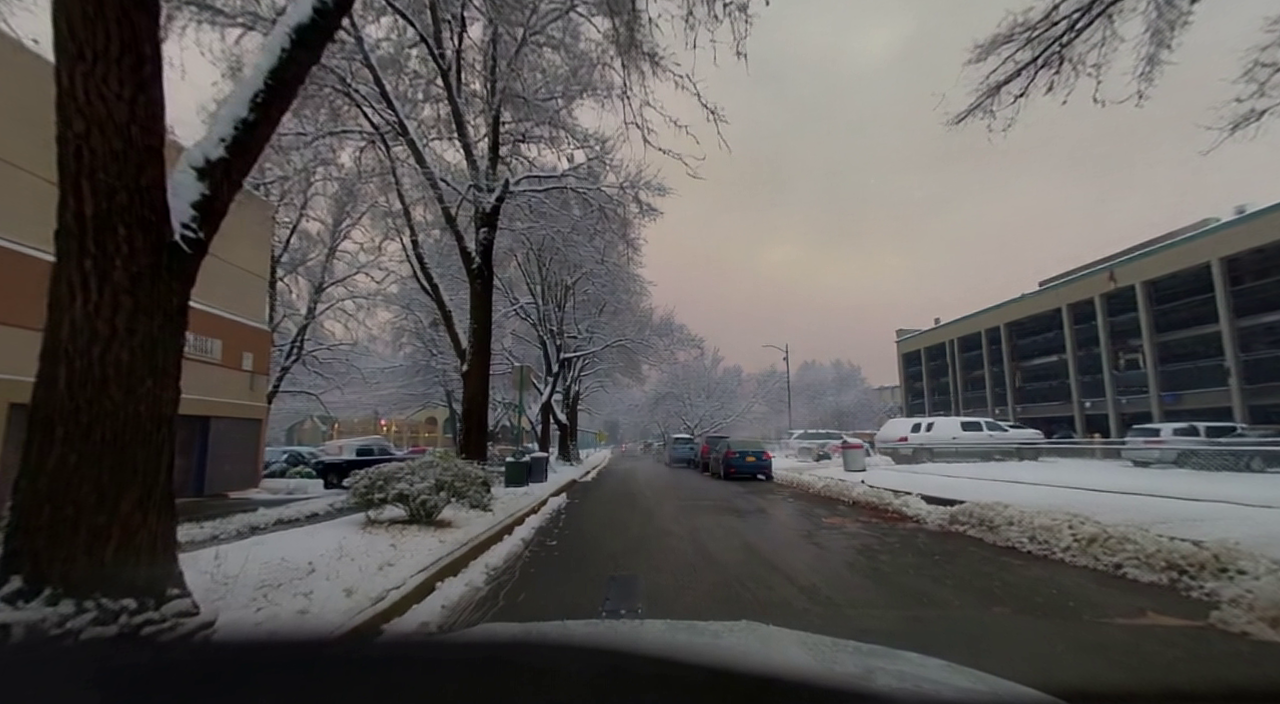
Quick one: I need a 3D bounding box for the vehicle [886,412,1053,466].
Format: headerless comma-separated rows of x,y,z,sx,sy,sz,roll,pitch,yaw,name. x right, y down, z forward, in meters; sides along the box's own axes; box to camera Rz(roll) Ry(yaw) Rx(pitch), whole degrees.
13.414,3.580,25.986,5.540,2.045,2.259,0,-8,-2,vehicle

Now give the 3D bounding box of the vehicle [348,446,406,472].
-17.554,7.146,42.401,1.850,1.531,4.256,0,-8,3,vehicle

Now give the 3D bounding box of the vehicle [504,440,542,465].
-8.233,7.118,44.864,1.993,1.640,4.457,0,-8,-2,vehicle

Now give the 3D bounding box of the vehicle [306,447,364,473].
-20.544,7.282,42.728,1.880,1.617,3.870,0,-8,1,vehicle

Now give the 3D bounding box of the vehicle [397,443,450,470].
-14.703,7.078,43.124,1.888,1.657,4.138,0,-8,4,vehicle

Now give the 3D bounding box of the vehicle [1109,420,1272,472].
25.355,4.329,29.239,5.596,2.168,2.307,2,-8,-5,vehicle

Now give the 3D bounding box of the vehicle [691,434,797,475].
4.776,4.621,28.759,4.626,1.723,1.939,5,-10,-33,vehicle
